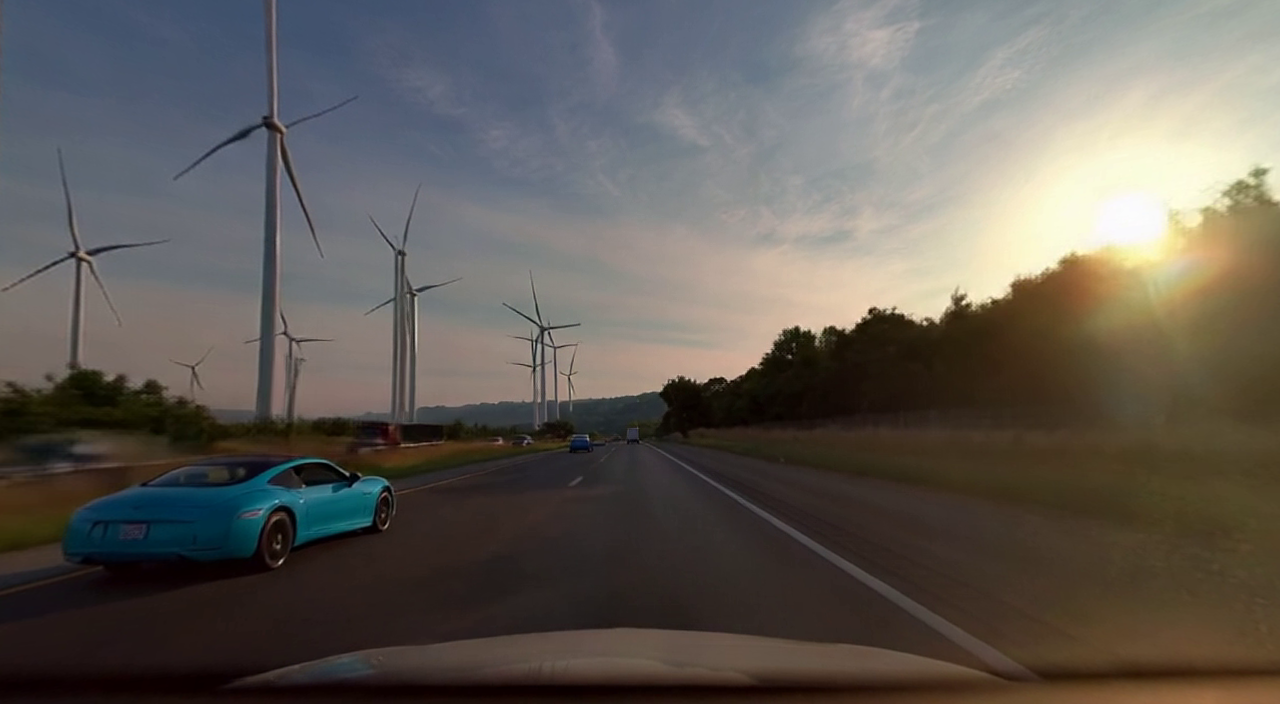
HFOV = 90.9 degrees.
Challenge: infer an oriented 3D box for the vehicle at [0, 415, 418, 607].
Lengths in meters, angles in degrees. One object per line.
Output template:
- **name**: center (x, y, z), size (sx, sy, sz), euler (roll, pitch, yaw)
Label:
- **vehicle**: center (-4.135, 1.472, 6.855), size (1.969, 1.413, 4.194), euler (0, -8, -1)

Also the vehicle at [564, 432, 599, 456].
- **vehicle**: center (-3.754, 5.979, 41.012), size (2.024, 1.456, 3.754), euler (0, -8, -1)
